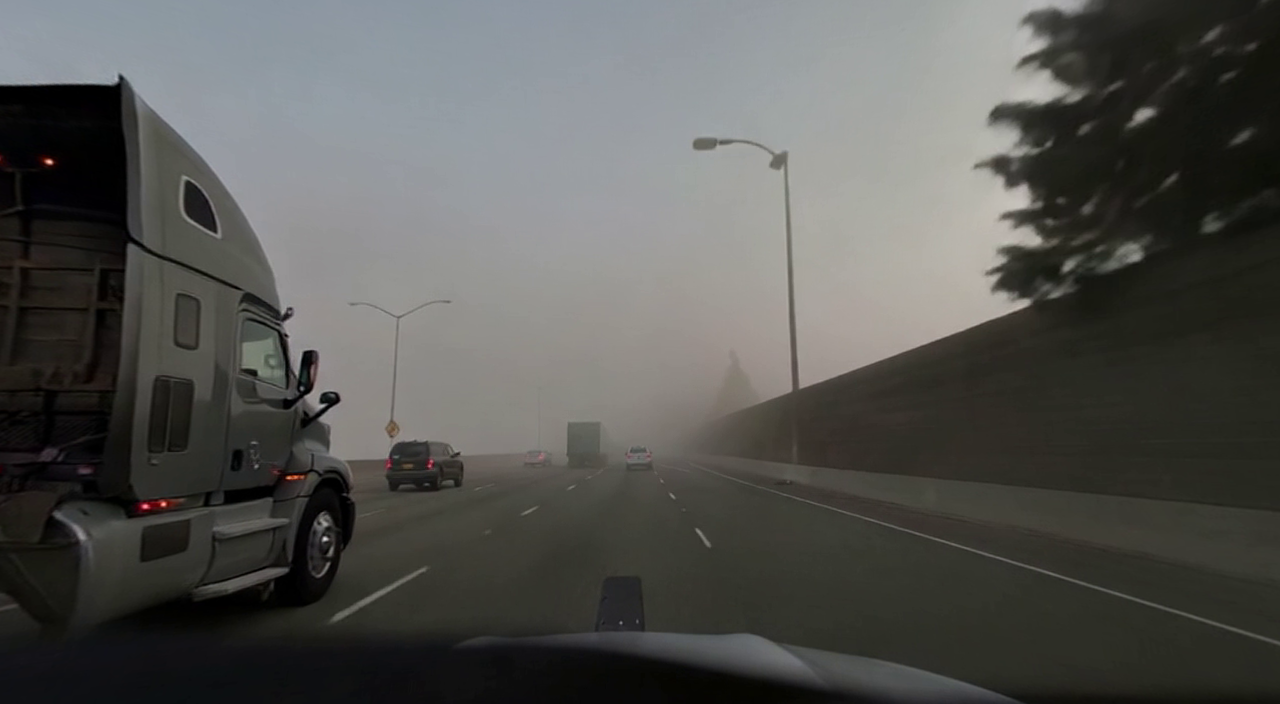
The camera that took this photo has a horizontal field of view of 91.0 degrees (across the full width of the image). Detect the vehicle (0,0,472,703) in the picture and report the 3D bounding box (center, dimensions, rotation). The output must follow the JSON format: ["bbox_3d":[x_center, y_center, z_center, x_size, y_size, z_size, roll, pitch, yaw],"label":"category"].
[{"bbox_3d":[-3.746,0.342,3.279,3.025,3.266,9.256,-1,-9,1],"label":"vehicle"}]

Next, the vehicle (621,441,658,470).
[{"bbox_3d":[-0.021,6.381,39.025,2.178,1.640,4.071,0,-9,0],"label":"vehicle"}]

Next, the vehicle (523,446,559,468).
[{"bbox_3d":[-7.302,7.796,46.963,1.962,1.489,4.002,-1,-9,1],"label":"vehicle"}]

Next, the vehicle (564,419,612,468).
[{"bbox_3d":[-3.752,6.977,48.032,2.956,3.331,9.575,0,-9,-1],"label":"vehicle"}]
